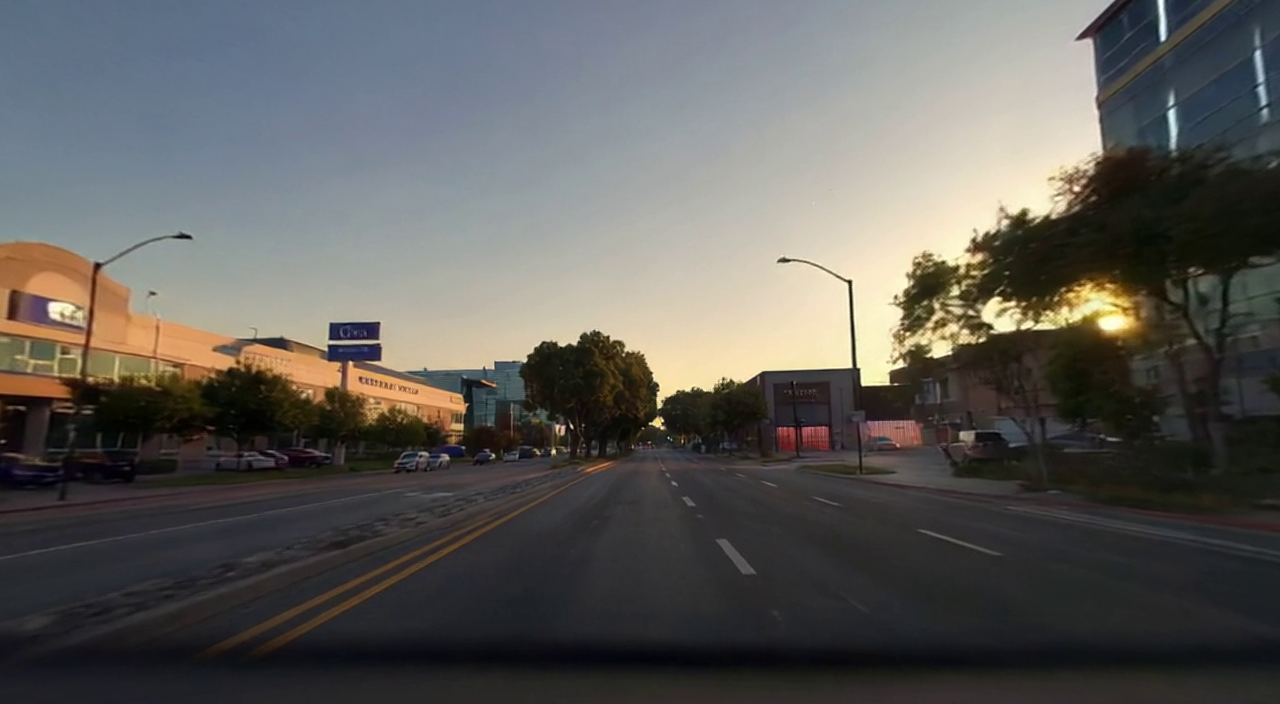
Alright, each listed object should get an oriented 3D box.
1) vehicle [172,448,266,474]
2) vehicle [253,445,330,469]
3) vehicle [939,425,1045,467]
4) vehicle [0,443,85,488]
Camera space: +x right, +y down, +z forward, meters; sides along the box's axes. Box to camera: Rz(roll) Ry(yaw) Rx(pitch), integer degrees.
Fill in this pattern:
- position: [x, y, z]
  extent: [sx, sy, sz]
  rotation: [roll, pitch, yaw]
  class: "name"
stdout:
- position: [-27.527, 7.133, 41.193]
  extent: [4.573, 1.633, 2.016]
  rotation: [1, -8, -5]
  class: "vehicle"
- position: [-26.824, 8.089, 48.391]
  extent: [4.472, 1.717, 2.392]
  rotation: [1, -8, -2]
  class: "vehicle"
- position: [16.726, 4.511, 30.194]
  extent: [2.151, 1.814, 5.129]
  rotation: [0, -8, 1]
  class: "vehicle"
- position: [-27.120, 4.847, 26.967]
  extent: [4.430, 1.782, 2.168]
  rotation: [0, -8, 1]
  class: "vehicle"
